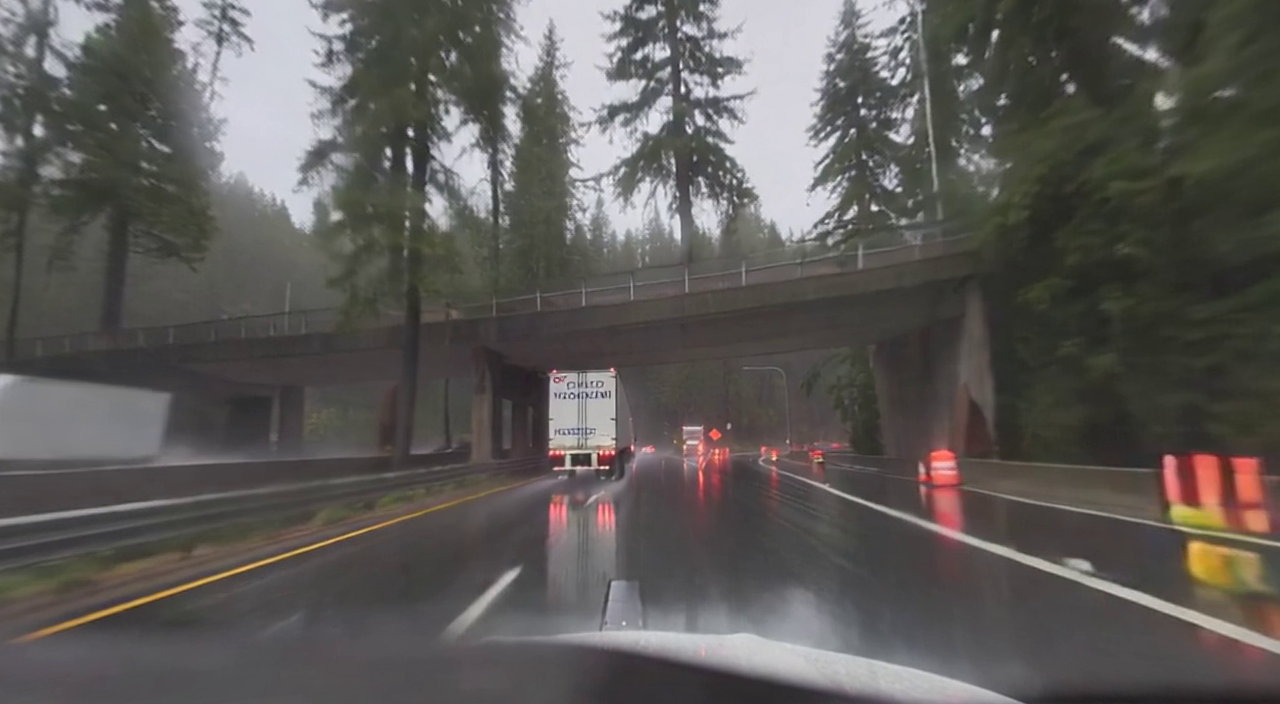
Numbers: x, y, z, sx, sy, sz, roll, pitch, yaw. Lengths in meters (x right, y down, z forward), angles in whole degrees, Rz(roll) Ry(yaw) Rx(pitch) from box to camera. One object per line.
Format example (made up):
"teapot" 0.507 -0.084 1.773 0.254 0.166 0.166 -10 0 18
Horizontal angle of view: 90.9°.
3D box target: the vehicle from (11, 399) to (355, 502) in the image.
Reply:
"vehicle" -16.803 3.984 26.031 2.796 3.007 15.010 0 -8 1

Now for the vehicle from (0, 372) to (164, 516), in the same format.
"vehicle" -16.914 2.335 15.996 2.971 3.438 8.346 0 -8 1

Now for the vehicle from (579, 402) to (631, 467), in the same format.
"vehicle" -2.290 5.920 44.610 2.845 4.049 10.214 0 -9 1
